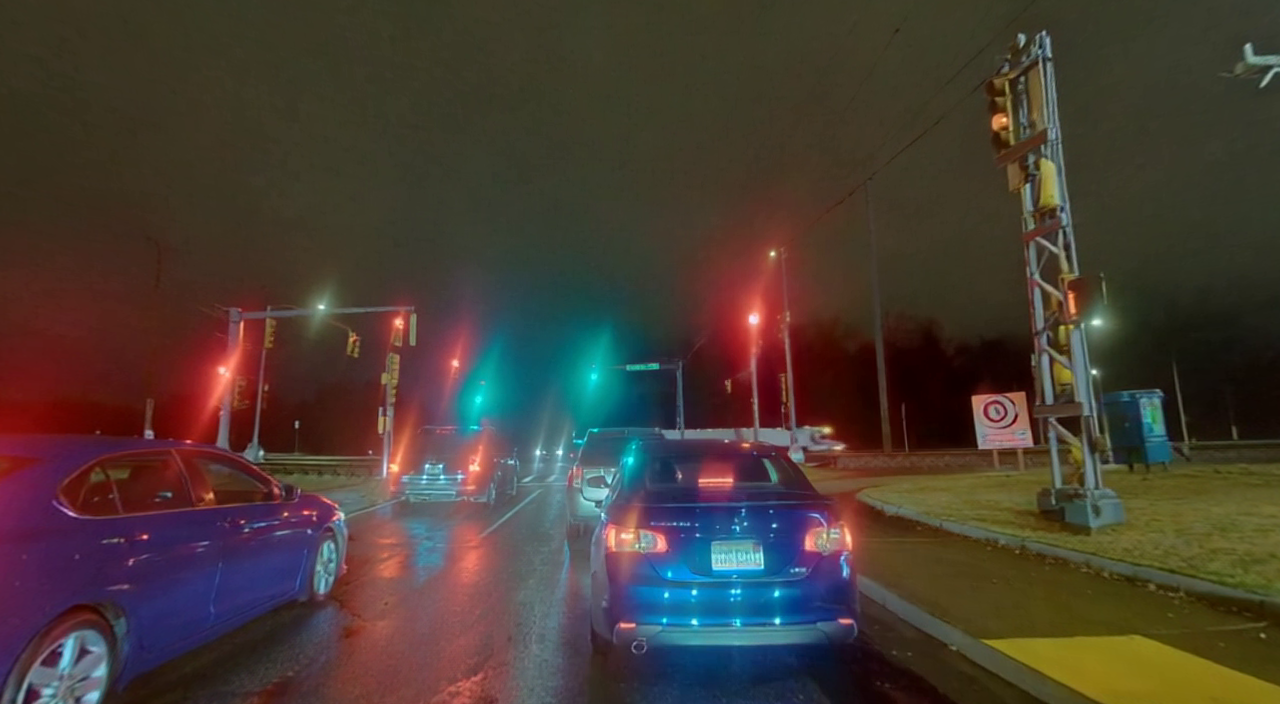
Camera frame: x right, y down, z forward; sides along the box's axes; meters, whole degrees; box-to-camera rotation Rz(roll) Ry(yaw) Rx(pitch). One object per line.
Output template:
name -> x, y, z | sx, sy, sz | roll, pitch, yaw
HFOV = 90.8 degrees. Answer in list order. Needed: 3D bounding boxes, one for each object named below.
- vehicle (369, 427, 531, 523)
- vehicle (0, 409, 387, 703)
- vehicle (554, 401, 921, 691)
vehicle -> -3.353, 2.254, 12.073 | 1.984, 1.505, 3.982 | 0, -9, -2
vehicle -> -3.709, 1.249, 4.450 | 1.956, 1.468, 4.585 | 0, -9, 0
vehicle -> 0.413, 1.334, 5.461 | 1.998, 1.529, 3.960 | 1, -9, -4
